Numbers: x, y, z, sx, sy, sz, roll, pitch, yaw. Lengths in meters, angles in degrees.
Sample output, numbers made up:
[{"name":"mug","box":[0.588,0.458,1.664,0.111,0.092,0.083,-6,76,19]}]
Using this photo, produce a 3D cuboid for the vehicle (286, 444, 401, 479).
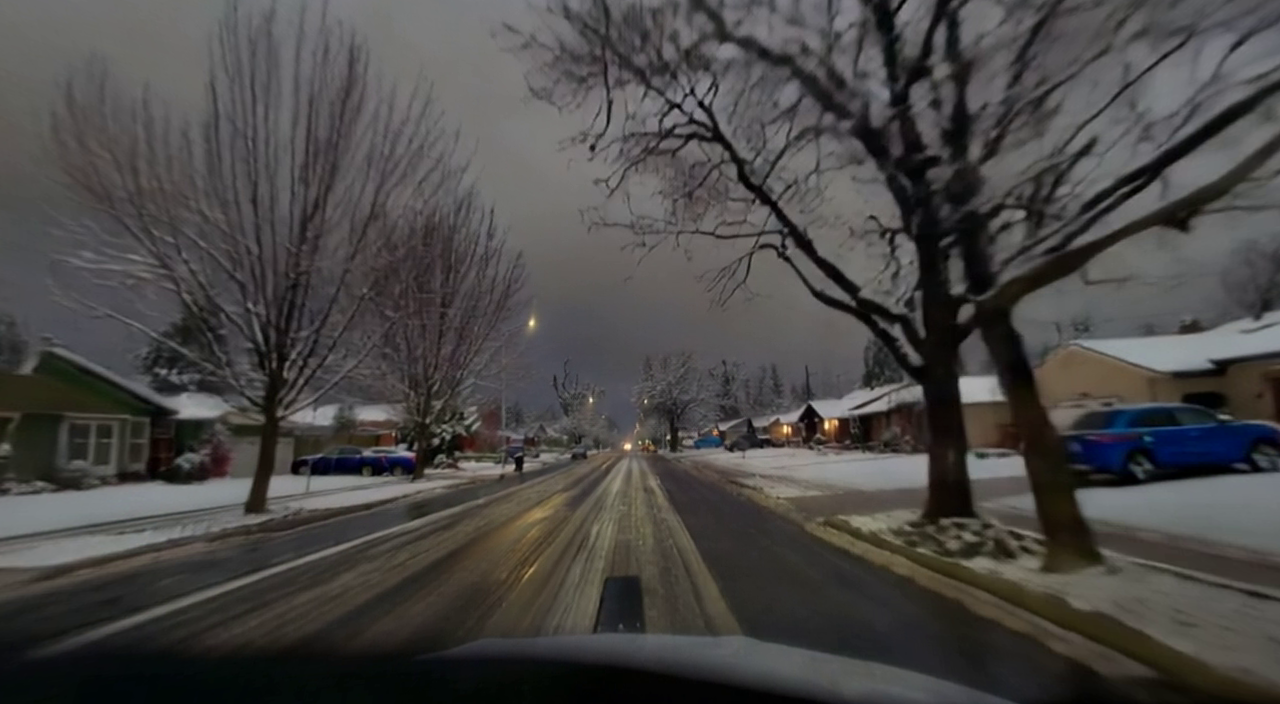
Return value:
[{"name":"vehicle","box":[-15.261,5.653,32.712,4.830,1.725,2.116,0,-8,2]}]

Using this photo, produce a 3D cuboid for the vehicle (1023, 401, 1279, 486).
[{"name":"vehicle","box":[10.244,1.754,12.145,4.422,1.488,2.013,0,-8,0]}]
